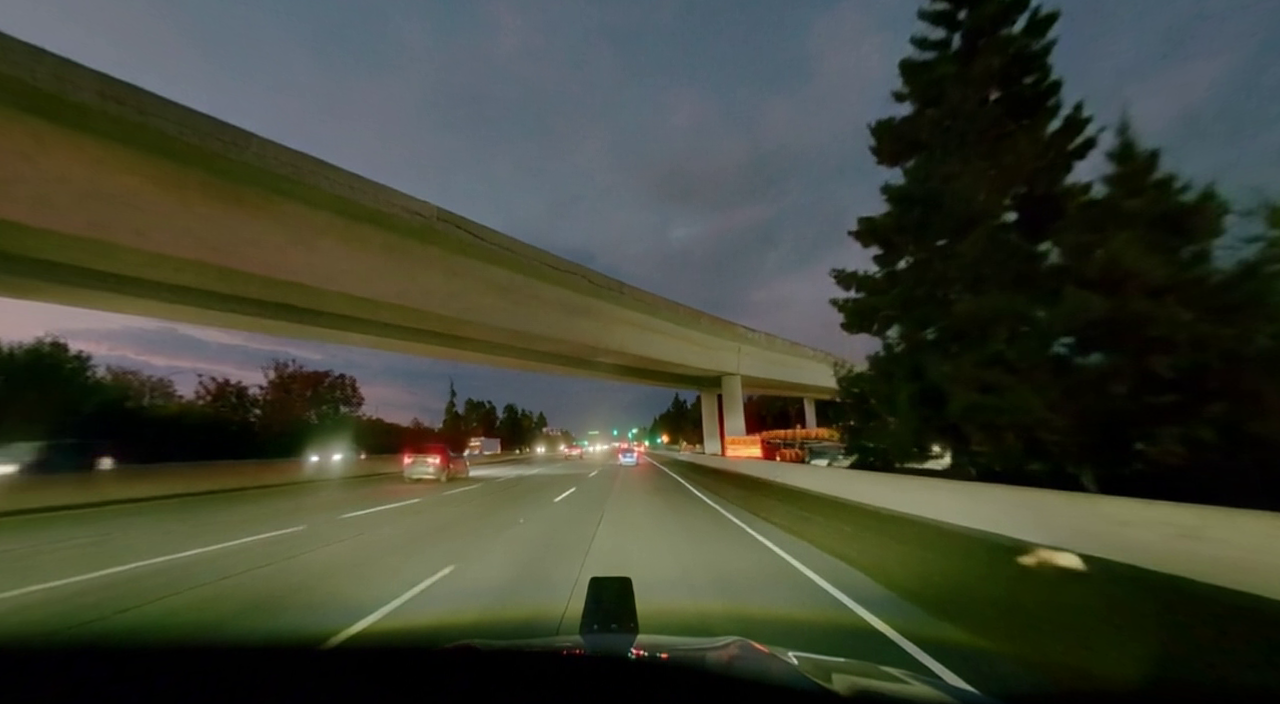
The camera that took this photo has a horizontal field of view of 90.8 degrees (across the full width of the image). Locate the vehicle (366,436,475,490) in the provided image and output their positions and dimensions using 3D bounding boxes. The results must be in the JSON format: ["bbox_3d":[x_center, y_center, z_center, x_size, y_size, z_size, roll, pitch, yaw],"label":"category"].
[{"bbox_3d":[-7.240,3.695,21.361,2.128,1.604,4.279,0,-9,0],"label":"vehicle"}]

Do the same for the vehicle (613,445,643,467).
[{"bbox_3d":[-0.825,7.384,45.085,2.051,1.459,4.092,0,-9,-1],"label":"vehicle"}]
